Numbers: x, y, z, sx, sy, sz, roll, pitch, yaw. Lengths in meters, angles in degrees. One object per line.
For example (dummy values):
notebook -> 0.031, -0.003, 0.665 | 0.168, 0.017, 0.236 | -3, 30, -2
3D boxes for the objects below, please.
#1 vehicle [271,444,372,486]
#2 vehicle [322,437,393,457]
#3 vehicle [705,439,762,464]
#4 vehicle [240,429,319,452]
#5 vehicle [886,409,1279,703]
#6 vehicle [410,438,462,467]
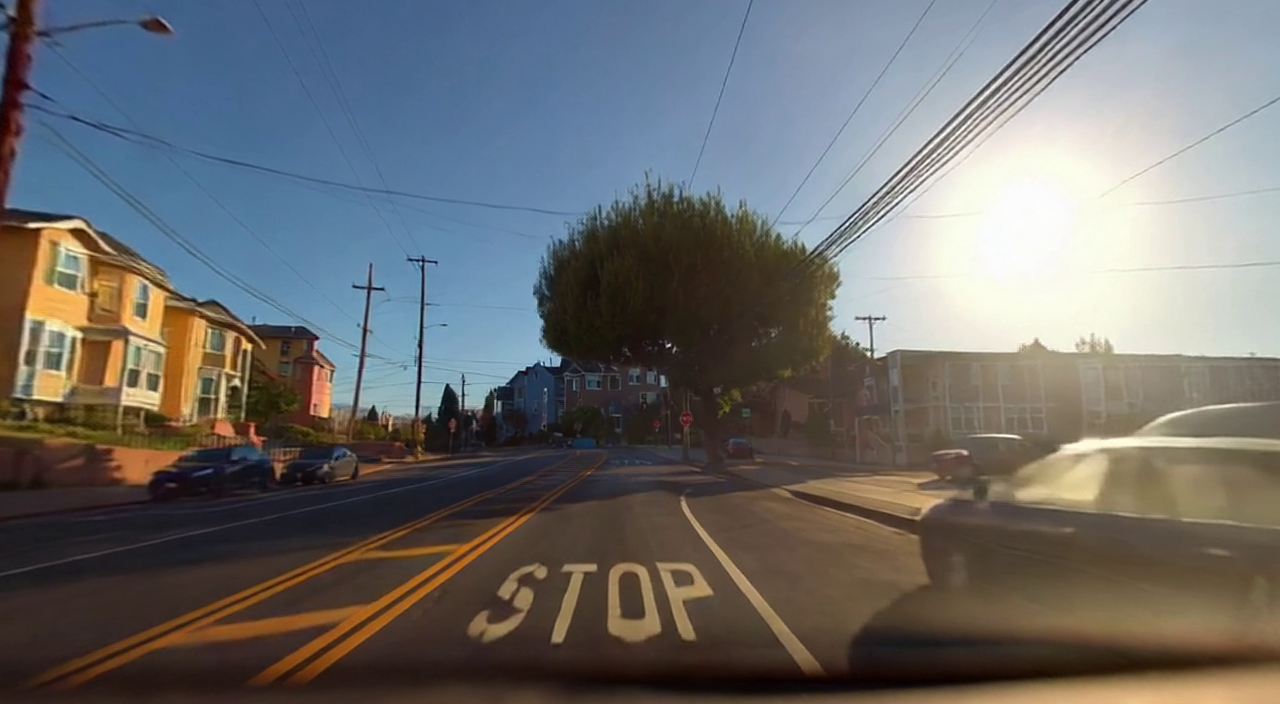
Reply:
vehicle -> -12.593, 4.454, 25.375 | 1.957, 1.459, 4.913 | 1, -8, -6
vehicle -> -22.066, 7.441, 49.509 | 4.647, 1.515, 2.009 | 1, -8, -6
vehicle -> 5.892, 6.332, 40.394 | 2.081, 1.496, 4.490 | 2, -8, -14
vehicle -> -27.732, 6.842, 48.750 | 4.842, 1.690, 1.938 | 1, -8, -9
vehicle -> 3.339, 1.095, 3.472 | 1.917, 1.434, 4.733 | 0, -8, -2
vehicle -> -13.424, 6.607, 41.936 | 1.940, 1.789, 5.086 | 0, -8, -2
